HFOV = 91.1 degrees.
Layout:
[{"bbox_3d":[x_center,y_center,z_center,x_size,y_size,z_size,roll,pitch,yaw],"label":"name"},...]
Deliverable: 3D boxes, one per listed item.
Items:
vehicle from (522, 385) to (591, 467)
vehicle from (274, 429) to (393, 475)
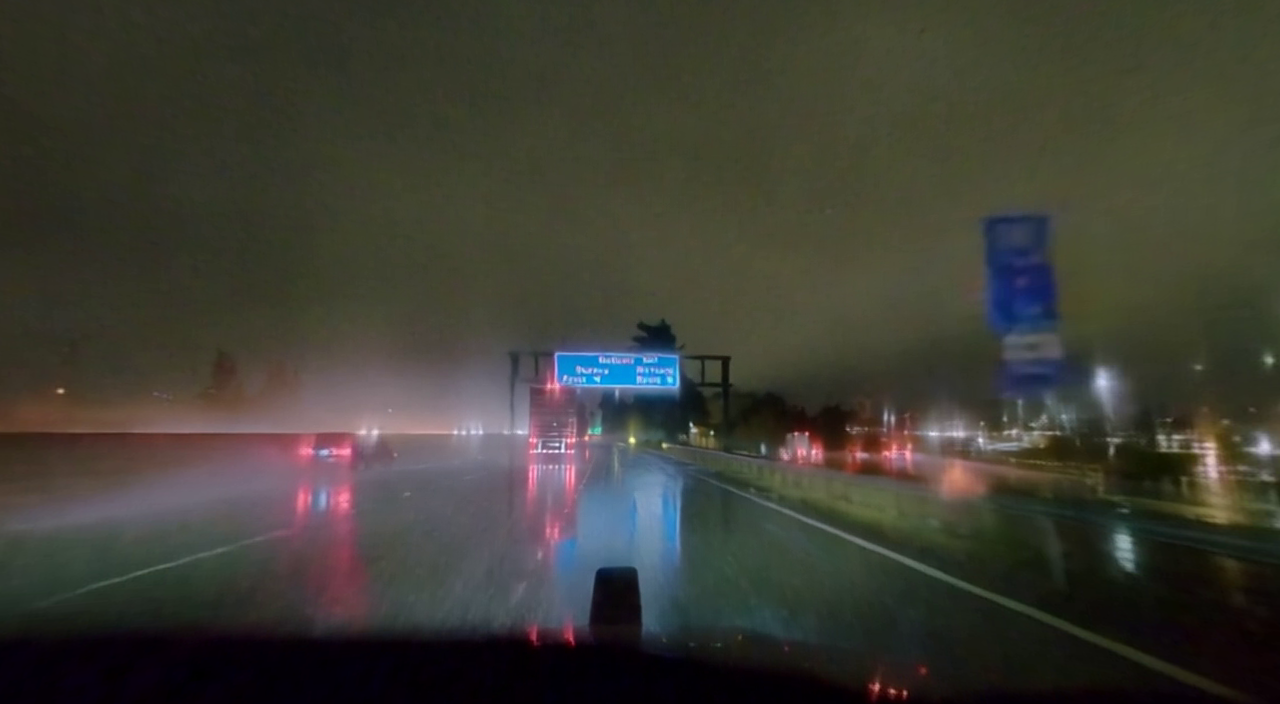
[{"bbox_3d":[-4.623,4.548,37.321,3.002,3.987,12.477,1,-8,-3],"label":"vehicle"},{"bbox_3d":[-11.189,3.675,23.422,2.138,1.531,4.864,0,-8,-2],"label":"vehicle"}]
